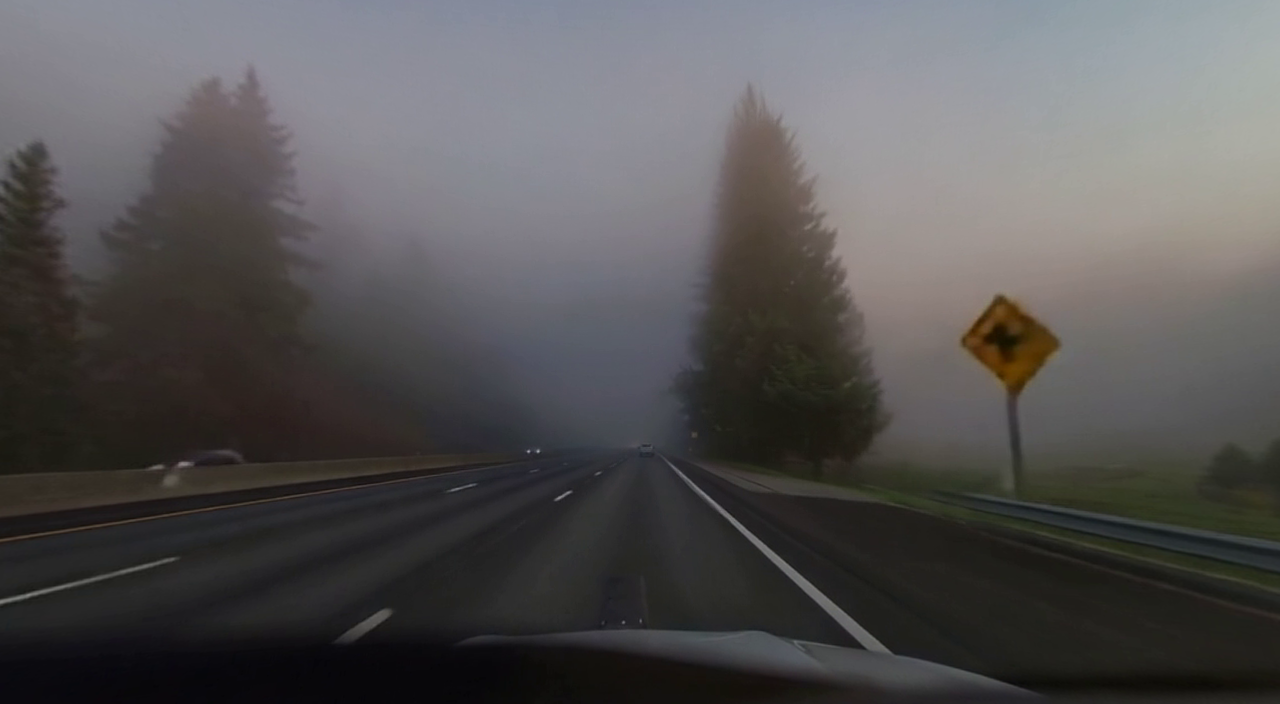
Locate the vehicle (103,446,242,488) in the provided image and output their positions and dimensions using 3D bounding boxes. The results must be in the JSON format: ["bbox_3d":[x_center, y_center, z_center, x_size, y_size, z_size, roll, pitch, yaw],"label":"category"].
[{"bbox_3d":[-21.244,5.207,29.078,2.100,1.698,5.541,0,-8,1],"label":"vehicle"}]
